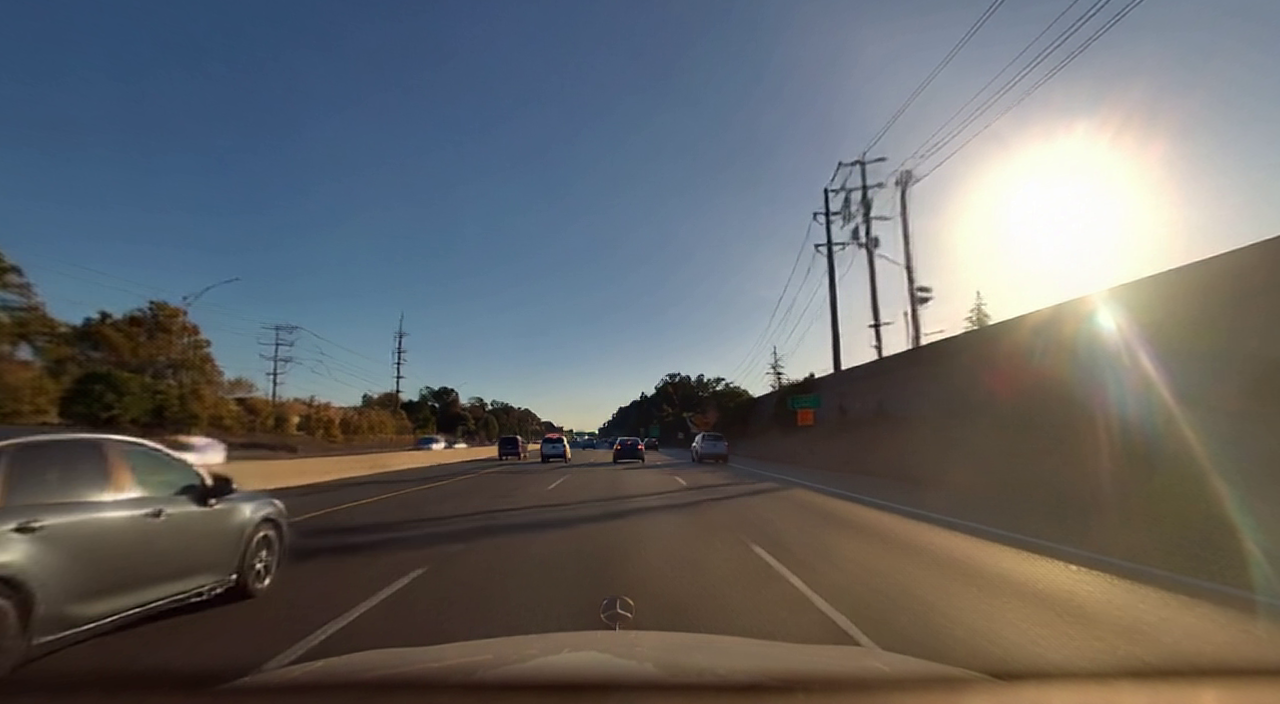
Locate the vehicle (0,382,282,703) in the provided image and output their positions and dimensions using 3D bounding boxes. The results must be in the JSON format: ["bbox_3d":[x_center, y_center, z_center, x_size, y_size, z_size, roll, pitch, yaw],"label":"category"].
[{"bbox_3d":[-4.185,1.005,3.469,2.004,1.607,4.161,0,-8,-1],"label":"vehicle"}]

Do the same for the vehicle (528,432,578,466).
[{"bbox_3d":[-4.390,4.940,32.451,1.901,1.601,4.610,0,-8,0],"label":"vehicle"}]

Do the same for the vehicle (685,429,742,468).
[{"bbox_3d":[3.351,4.508,29.739,1.950,1.695,4.446,0,-8,-3],"label":"vehicle"}]

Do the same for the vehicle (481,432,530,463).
[{"bbox_3d":[-7.842,5.584,37.203,1.980,1.678,4.255,0,-8,0],"label":"vehicle"}]

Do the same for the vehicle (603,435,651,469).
[{"bbox_3d":[-0.635,4.584,29.152,2.086,1.488,3.440,0,-8,-2],"label":"vehicle"}]
